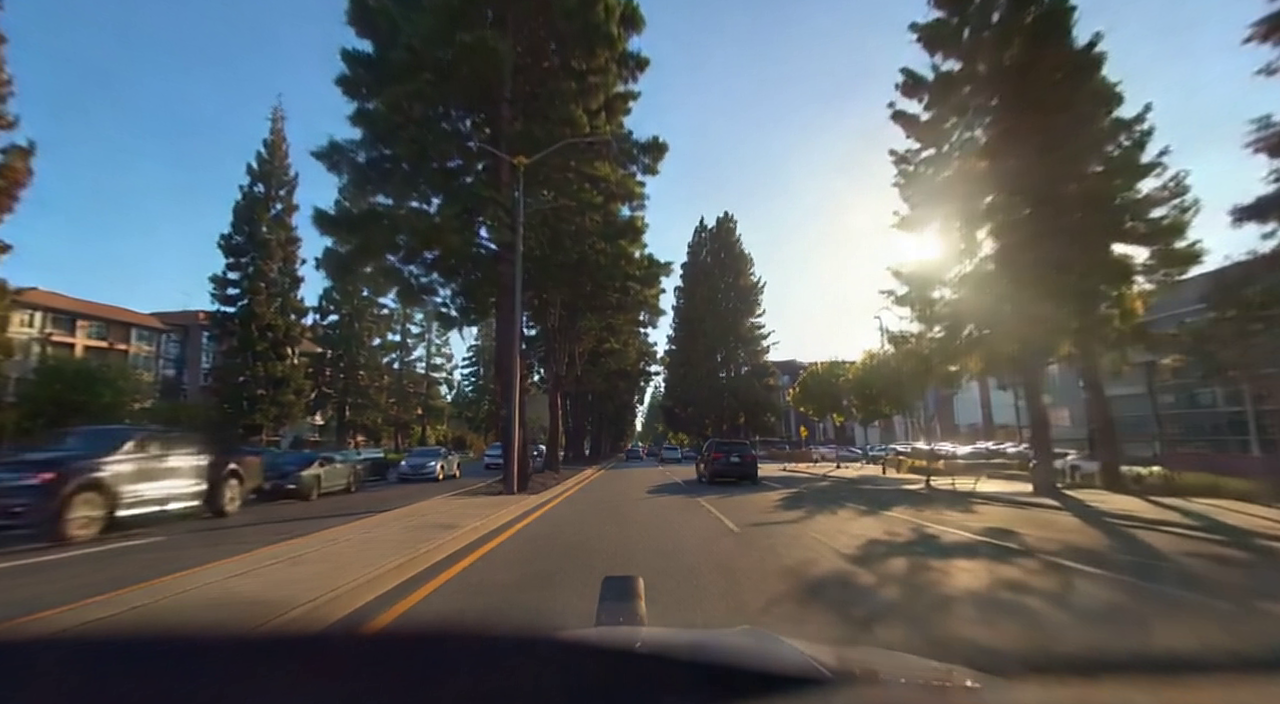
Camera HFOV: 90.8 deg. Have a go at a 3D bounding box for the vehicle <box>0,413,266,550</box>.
[{"bbox_3d":[-9.008,2.113,10.984,2.024,1.822,4.824,0,-9,0],"label":"vehicle"}]

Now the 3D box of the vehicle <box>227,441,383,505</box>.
[{"bbox_3d":[-8.871,3.214,17.230,1.864,1.500,4.294,0,-9,0],"label":"vehicle"}]

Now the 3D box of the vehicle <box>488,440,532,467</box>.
[{"bbox_3d":[-9.483,7.472,46.539,2.165,1.863,4.880,0,-9,0],"label":"vehicle"}]

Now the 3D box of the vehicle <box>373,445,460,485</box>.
[{"bbox_3d":[-9.070,4.593,26.020,1.938,1.464,4.340,0,-9,1],"label":"vehicle"}]

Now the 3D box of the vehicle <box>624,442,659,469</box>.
[{"bbox_3d":[0.054,6.576,40.293,2.145,1.572,4.021,0,-9,-1],"label":"vehicle"}]

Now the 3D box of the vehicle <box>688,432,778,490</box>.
[{"bbox_3d":[3.103,3.795,22.252,2.235,1.806,4.818,0,-9,-2],"label":"vehicle"}]
